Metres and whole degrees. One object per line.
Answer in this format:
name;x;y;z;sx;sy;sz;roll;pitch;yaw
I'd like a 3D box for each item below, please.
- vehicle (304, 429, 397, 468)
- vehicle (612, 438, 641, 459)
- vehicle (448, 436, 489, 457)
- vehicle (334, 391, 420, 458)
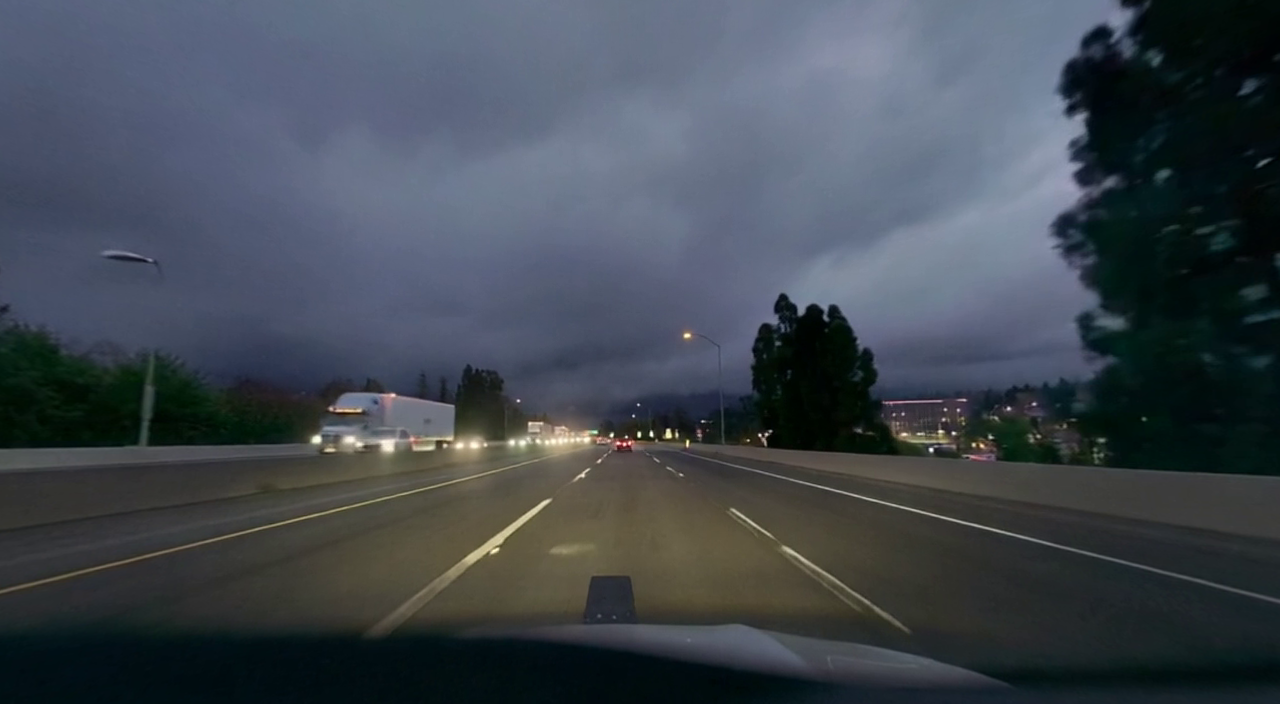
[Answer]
vehicle;-12.611;4.241;27.792;2.122;1.566;4.276;0;-8;-1
vehicle;-1.061;7.445;48.821;2.099;1.504;3.843;0;-8;-2
vehicle;-12.909;7.128;47.712;1.926;1.472;4.509;0;-8;-1
vehicle;-17.360;4.921;42.112;3.058;4.142;6.328;0;-8;-2
